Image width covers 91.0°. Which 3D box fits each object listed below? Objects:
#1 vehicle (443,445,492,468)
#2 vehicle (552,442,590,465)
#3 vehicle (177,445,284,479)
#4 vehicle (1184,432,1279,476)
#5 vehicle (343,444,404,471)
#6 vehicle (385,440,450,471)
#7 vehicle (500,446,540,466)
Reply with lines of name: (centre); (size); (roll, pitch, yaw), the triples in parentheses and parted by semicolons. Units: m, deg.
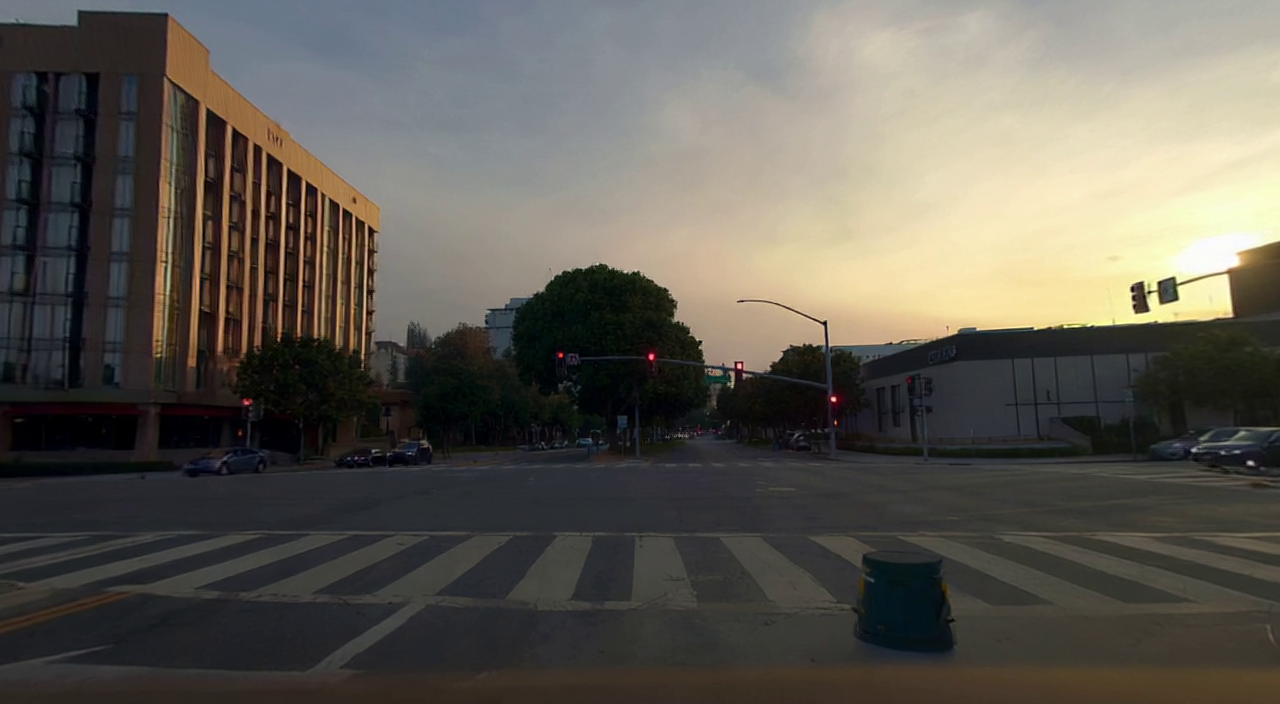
vehicle: (-11.625, 7.069, 42.691); (1.911, 1.476, 4.297); (-1, -9, 2)
vehicle: (-4.517, 6.713, 41.676); (1.954, 1.431, 4.050); (-1, -9, 2)
vehicle: (-23.581, 6.311, 36.505); (2.032, 1.839, 4.884); (-3, -9, 18)
vehicle: (22.322, 3.577, 22.227); (4.474, 1.477, 1.908); (0, -9, -2)
vehicle: (-18.552, 7.352, 44.022); (2.237, 1.801, 4.541); (0, -9, 1)
vehicle: (-15.108, 7.041, 43.158); (2.340, 1.946, 5.450); (0, -9, 2)
vehicle: (-8.087, 7.009, 42.610); (1.910, 1.321, 3.692); (0, -9, 2)
